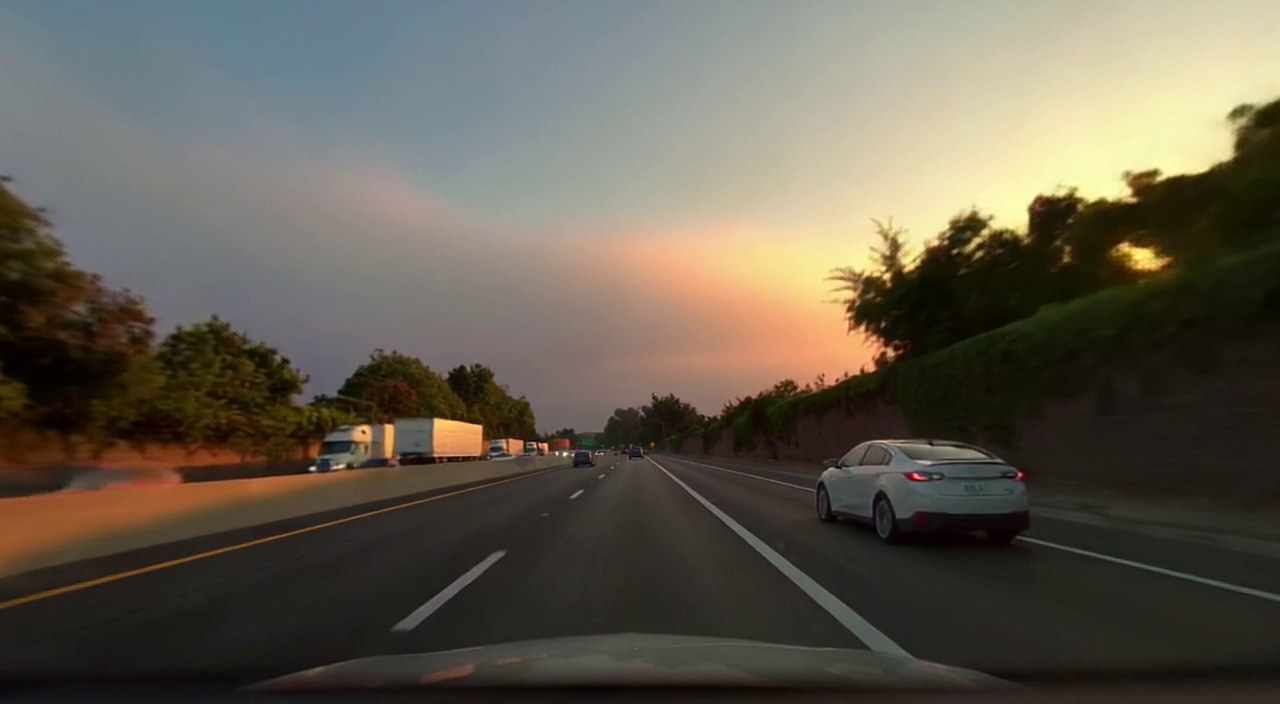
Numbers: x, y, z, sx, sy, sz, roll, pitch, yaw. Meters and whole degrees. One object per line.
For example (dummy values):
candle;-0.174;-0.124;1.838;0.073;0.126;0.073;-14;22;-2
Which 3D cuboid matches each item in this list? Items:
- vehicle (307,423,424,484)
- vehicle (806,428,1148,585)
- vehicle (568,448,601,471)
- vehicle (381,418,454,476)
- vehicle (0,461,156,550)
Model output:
vehicle;-20.097;7.659;47.557;3.192;3.940;12.557;0;-9;0
vehicle;3.879;1.851;8.402;2.053;1.504;4.386;0;-9;-1
vehicle;-3.811;7.447;43.794;1.978;1.539;3.924;0;-9;0
vehicle;-16.042;6.930;45.962;2.995;3.939;6.212;0;-9;-1
vehicle;-12.563;3.092;13.209;1.783;1.511;3.874;0;-9;-1
